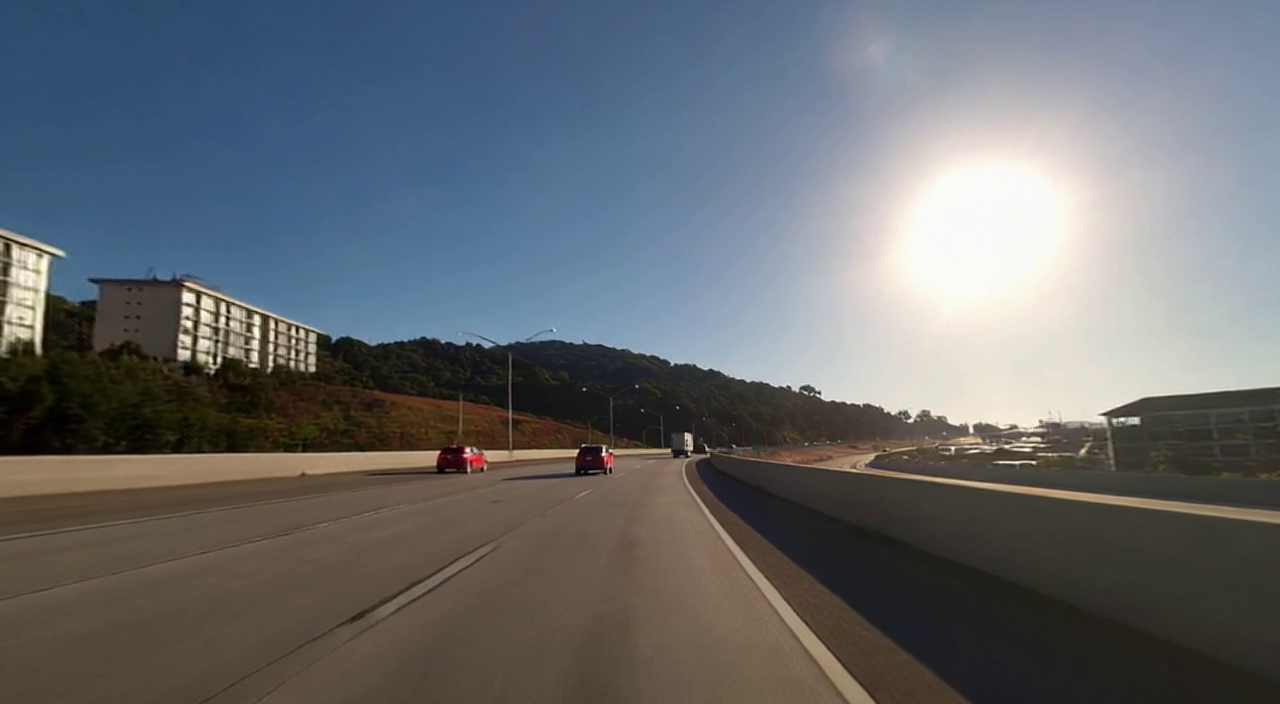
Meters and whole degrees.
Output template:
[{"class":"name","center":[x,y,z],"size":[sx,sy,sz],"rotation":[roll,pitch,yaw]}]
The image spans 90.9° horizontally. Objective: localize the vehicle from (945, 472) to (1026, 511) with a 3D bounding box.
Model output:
[{"class":"vehicle","center":[25.579,10.311,47.065],"size":[2.775,2.408,6.139],"rotation":[-1,-8,3]}]

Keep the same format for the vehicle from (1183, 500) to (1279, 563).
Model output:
[{"class":"vehicle","center":[20.003,5.671,19.964],"size":[1.786,1.559,4.496],"rotation":[-1,-8,3]}]

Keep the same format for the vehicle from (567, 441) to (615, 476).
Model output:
[{"class":"vehicle","center":[-2.601,5.788,34.452],"size":[2.028,1.782,4.150],"rotation":[-1,-8,4]}]

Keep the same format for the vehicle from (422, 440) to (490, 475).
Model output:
[{"class":"vehicle","center":[-9.820,5.648,34.081],"size":[2.039,1.746,4.528],"rotation":[-1,-8,4]}]
